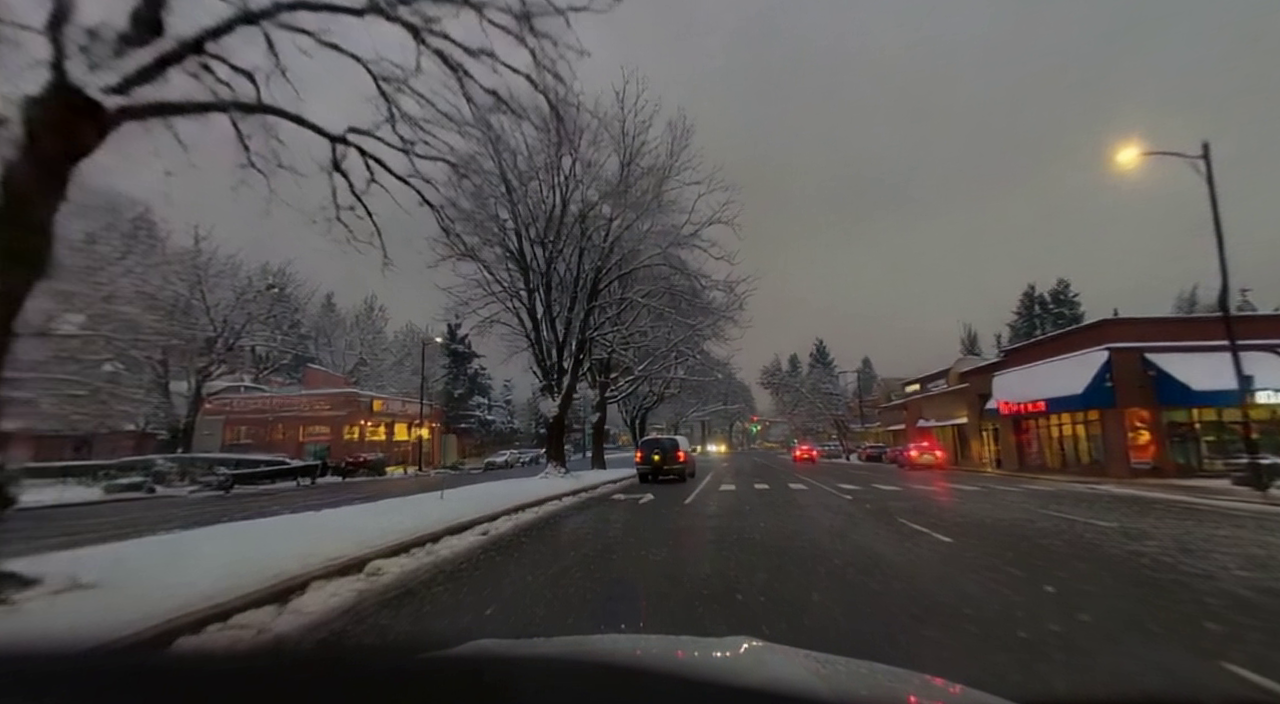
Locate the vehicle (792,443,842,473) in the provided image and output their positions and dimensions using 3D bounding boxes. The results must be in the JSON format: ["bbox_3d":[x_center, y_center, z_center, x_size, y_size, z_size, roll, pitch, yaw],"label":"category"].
[{"bbox_3d":[9.320,5.575,33.477,1.886,1.464,4.290,-1,-8,7],"label":"vehicle"}]

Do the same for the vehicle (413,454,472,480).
[{"bbox_3d":[-12.493,7.268,40.201,1.877,1.445,4.436,-1,-8,7],"label":"vehicle"}]

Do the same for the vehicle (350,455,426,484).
[{"bbox_3d":[-13.513,6.294,34.114,1.797,1.351,4.300,-2,-8,10],"label":"vehicle"}]

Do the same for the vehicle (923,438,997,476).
[{"bbox_3d":[16.051,5.273,31.868,2.076,1.759,3.970,-1,-8,8],"label":"vehicle"}]

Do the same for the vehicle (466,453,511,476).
[{"bbox_3d":[-11.526,8.564,48.218,1.947,1.558,4.065,-1,-8,7],"label":"vehicle"}]

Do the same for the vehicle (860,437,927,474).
[{"bbox_3d":[12.948,5.310,32.527,2.040,1.738,4.414,-1,-8,7],"label":"vehicle"}]

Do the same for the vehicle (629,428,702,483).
[{"bbox_3d":[1.095,3.911,24.150,2.344,1.863,4.665,-1,-8,8],"label":"vehicle"}]
